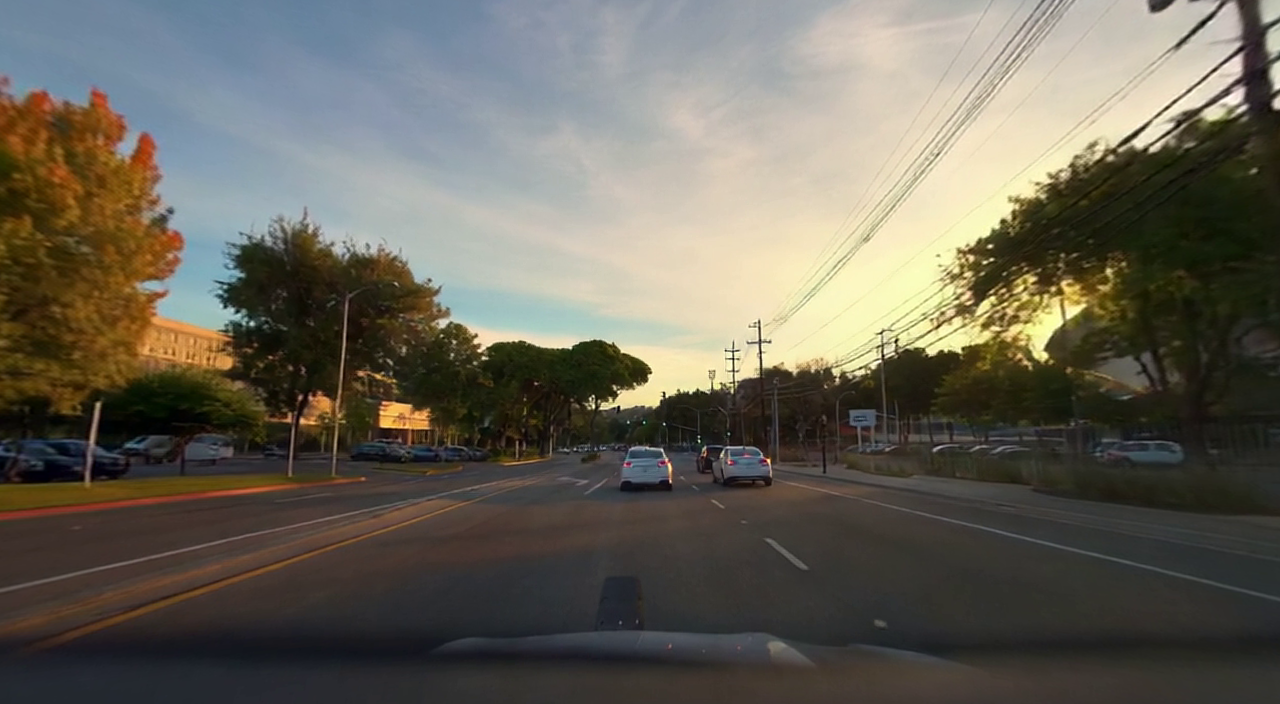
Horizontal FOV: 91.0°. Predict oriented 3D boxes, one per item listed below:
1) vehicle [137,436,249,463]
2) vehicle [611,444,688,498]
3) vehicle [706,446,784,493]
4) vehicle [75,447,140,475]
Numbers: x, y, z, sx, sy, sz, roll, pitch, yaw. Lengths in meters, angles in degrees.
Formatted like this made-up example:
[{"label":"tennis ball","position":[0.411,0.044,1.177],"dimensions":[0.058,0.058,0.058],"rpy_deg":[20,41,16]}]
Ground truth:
[{"label":"vehicle","position":[-34.360,7.501,48.557],"dimensions":[6.282,2.011,3.033],"rpy_deg":[0,-8,-3]},{"label":"vehicle","position":[0.234,3.611,19.571],"dimensions":[2.144,1.473,4.028],"rpy_deg":[0,-8,-1]},{"label":"vehicle","position":[3.539,4.030,22.020],"dimensions":[1.985,1.489,4.036],"rpy_deg":[0,-8,0]},{"label":"vehicle","position":[-30.044,6.135,35.620],"dimensions":[1.939,1.459,3.953],"rpy_deg":[5,-10,-28]}]
